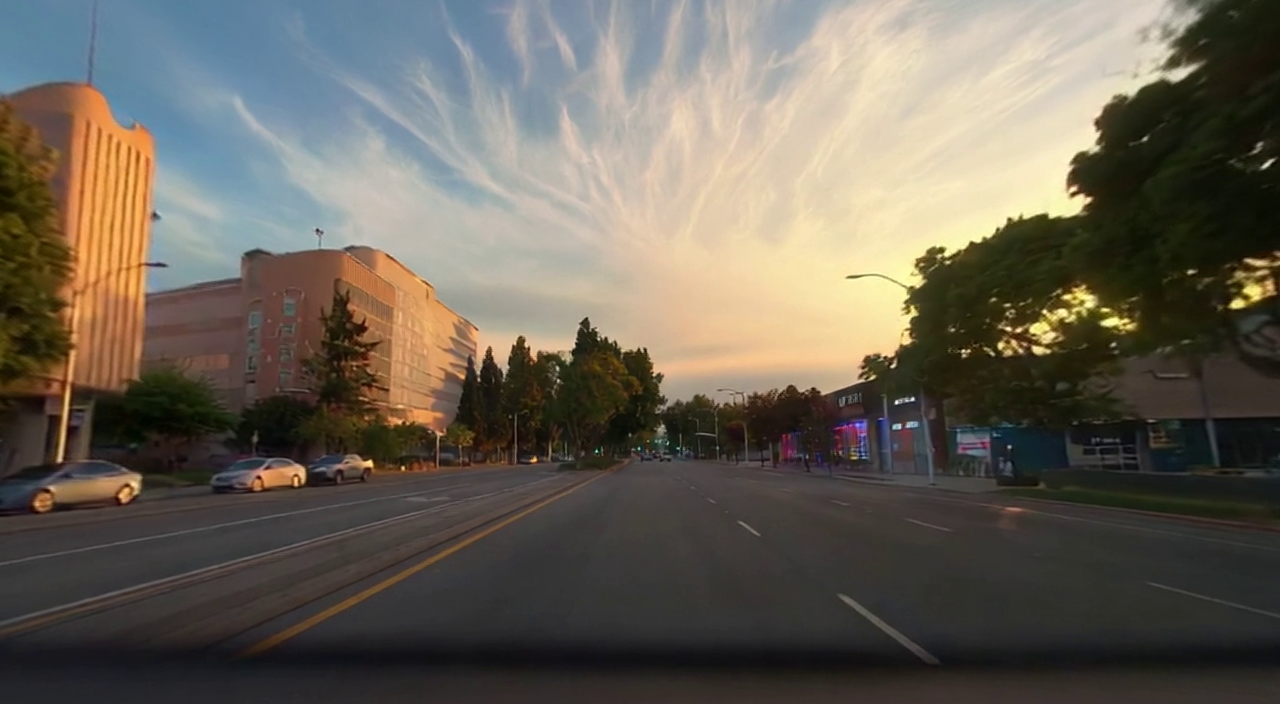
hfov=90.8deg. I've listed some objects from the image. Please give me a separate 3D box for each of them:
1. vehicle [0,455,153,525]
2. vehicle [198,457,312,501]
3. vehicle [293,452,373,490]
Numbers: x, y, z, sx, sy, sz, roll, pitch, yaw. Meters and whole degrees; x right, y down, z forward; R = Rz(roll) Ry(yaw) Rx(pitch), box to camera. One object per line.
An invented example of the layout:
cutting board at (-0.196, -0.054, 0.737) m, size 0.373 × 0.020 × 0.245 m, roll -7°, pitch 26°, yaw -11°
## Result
vehicle at (-16.592, 3.780, 17.932) m, size 1.898 × 1.661 × 4.471 m, roll 0°, pitch -9°, yaw 1°
vehicle at (-16.617, 5.450, 27.604) m, size 1.944 × 1.669 × 4.613 m, roll 0°, pitch -9°, yaw 1°
vehicle at (-16.837, 6.509, 34.976) m, size 1.993 × 1.887 × 4.722 m, roll 0°, pitch -9°, yaw 0°
